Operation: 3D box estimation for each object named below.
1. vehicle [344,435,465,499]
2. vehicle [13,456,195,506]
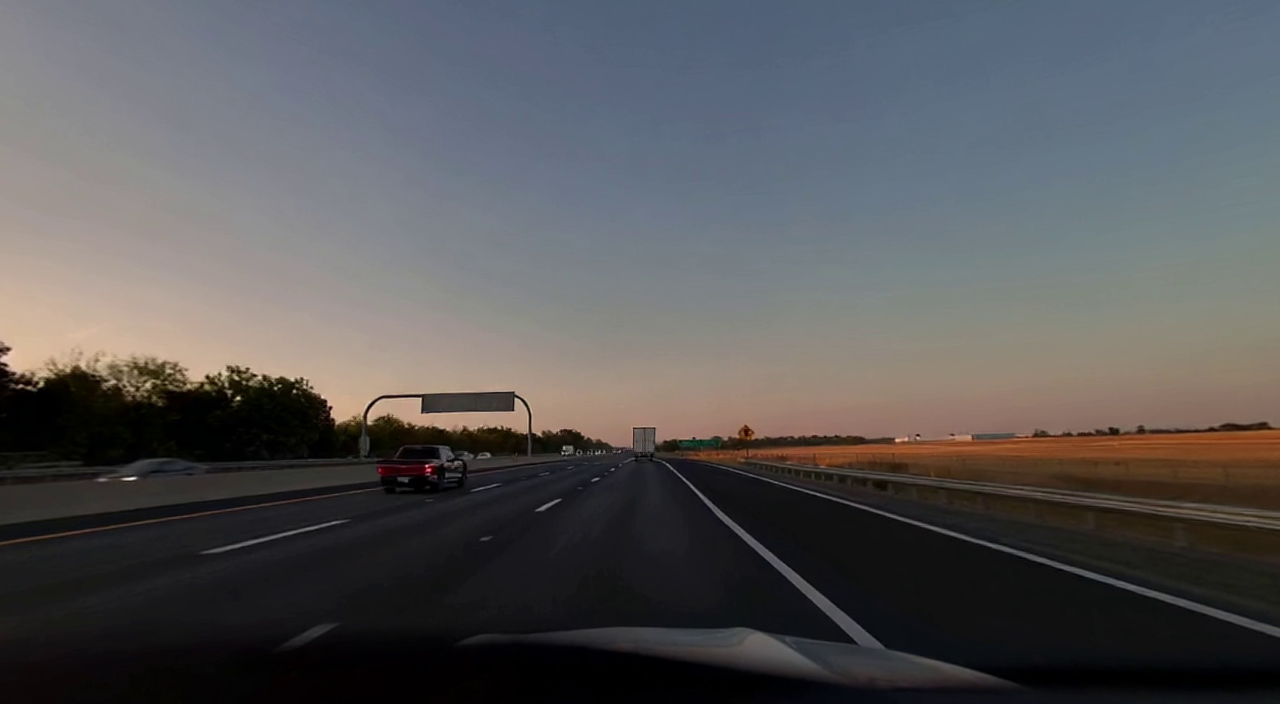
[{"bbox_3d":[-7.486,3.708,20.677,2.052,1.817,4.744,0,-9,1],"label":"vehicle"},{"bbox_3d":[-18.315,4.399,21.970,2.077,1.485,4.860,0,-9,0],"label":"vehicle"}]
